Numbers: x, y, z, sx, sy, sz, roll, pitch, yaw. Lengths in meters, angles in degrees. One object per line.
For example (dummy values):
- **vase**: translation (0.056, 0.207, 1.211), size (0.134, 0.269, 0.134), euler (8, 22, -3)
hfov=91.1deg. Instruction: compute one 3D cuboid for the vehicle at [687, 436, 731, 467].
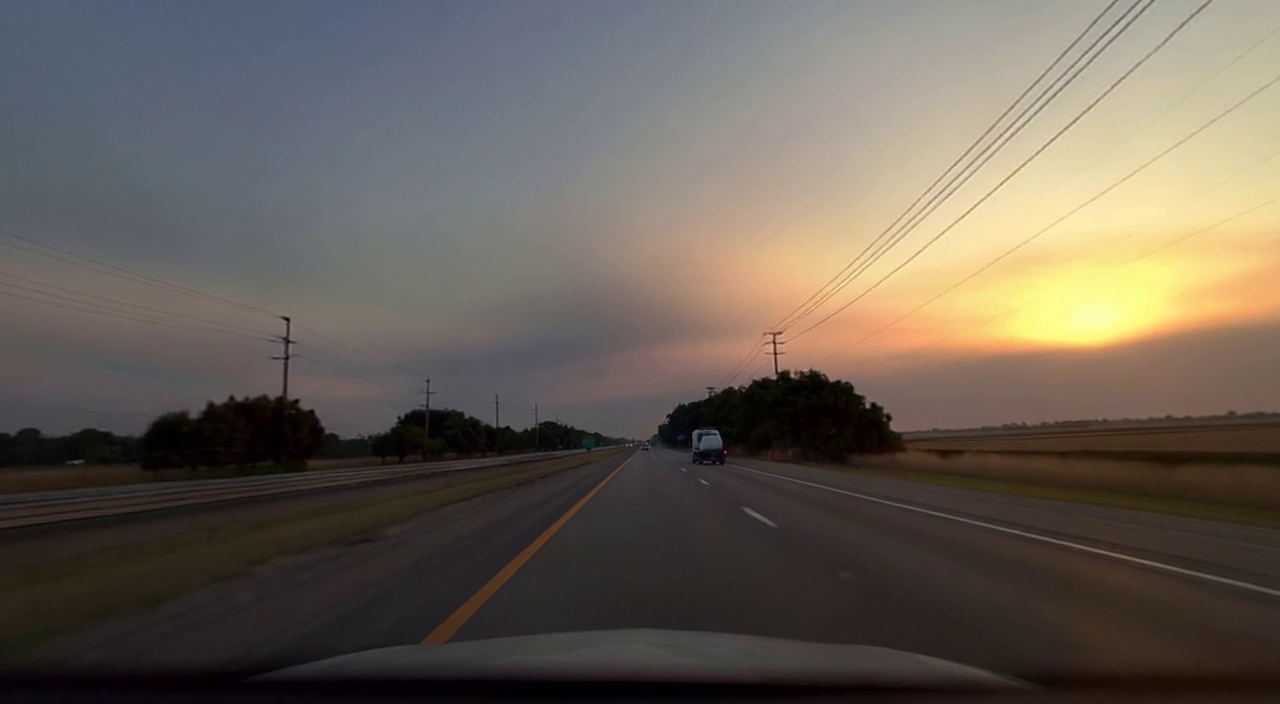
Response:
- **vehicle**: translation (4.383, 6.412, 40.620), size (2.228, 1.852, 5.449), euler (0, -8, 0)
